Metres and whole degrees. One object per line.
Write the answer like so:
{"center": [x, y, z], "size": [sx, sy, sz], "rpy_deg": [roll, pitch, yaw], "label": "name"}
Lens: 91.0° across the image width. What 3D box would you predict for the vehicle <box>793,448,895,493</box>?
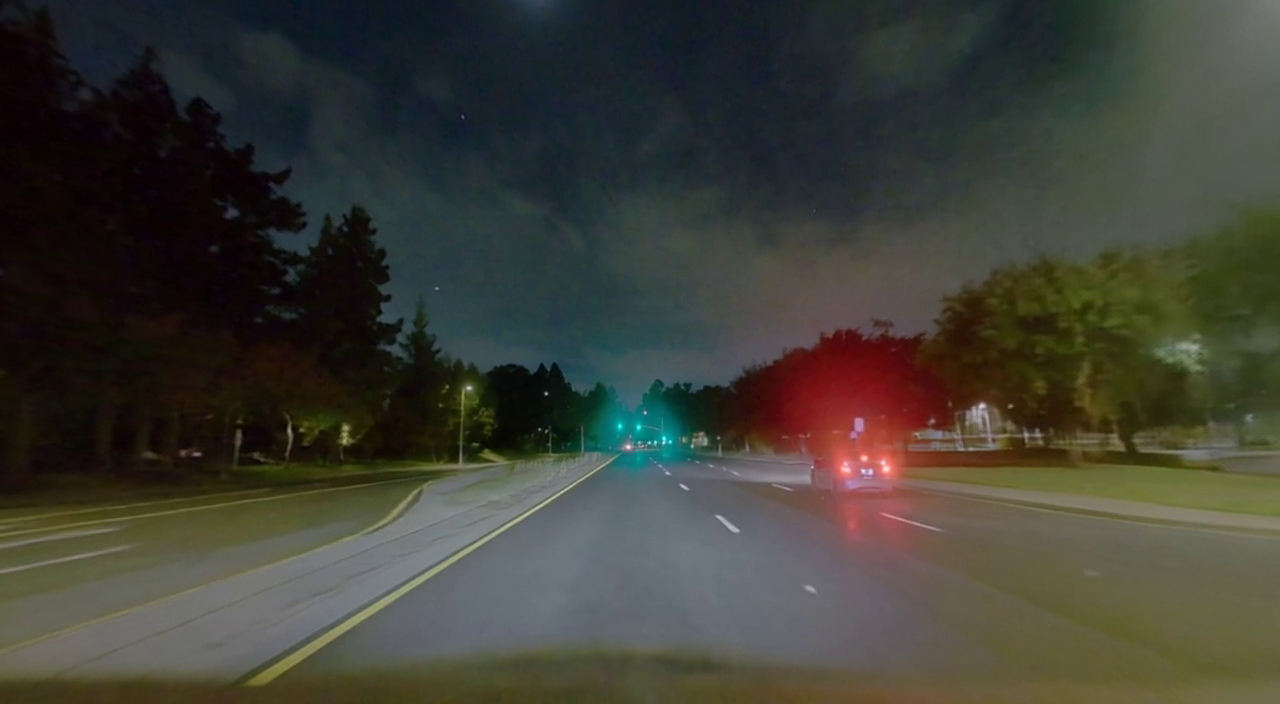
{"center": [7.084, 4.156, 22.452], "size": [2.054, 1.421, 4.487], "rpy_deg": [0, -9, -1], "label": "vehicle"}
